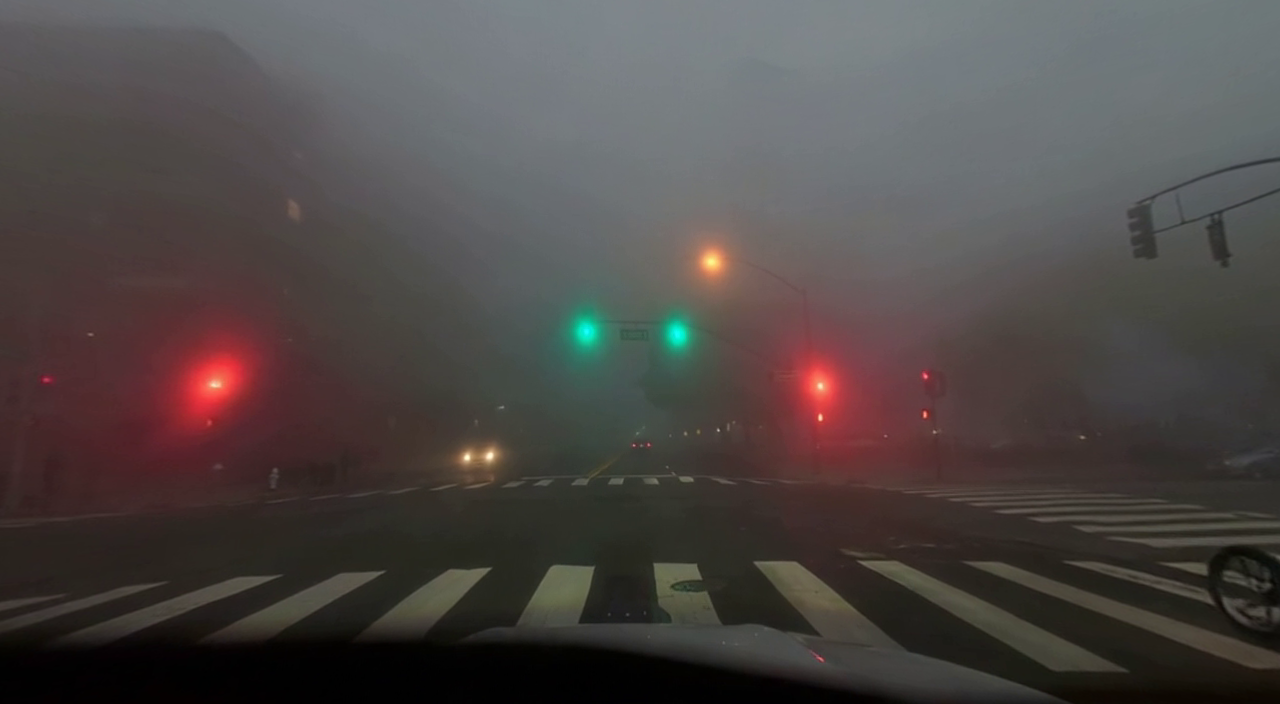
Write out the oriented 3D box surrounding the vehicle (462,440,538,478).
[{"bbox_3d":[-5.849,4.509,26.934,2.127,1.473,4.428,0,-8,1],"label":"vehicle"}]
